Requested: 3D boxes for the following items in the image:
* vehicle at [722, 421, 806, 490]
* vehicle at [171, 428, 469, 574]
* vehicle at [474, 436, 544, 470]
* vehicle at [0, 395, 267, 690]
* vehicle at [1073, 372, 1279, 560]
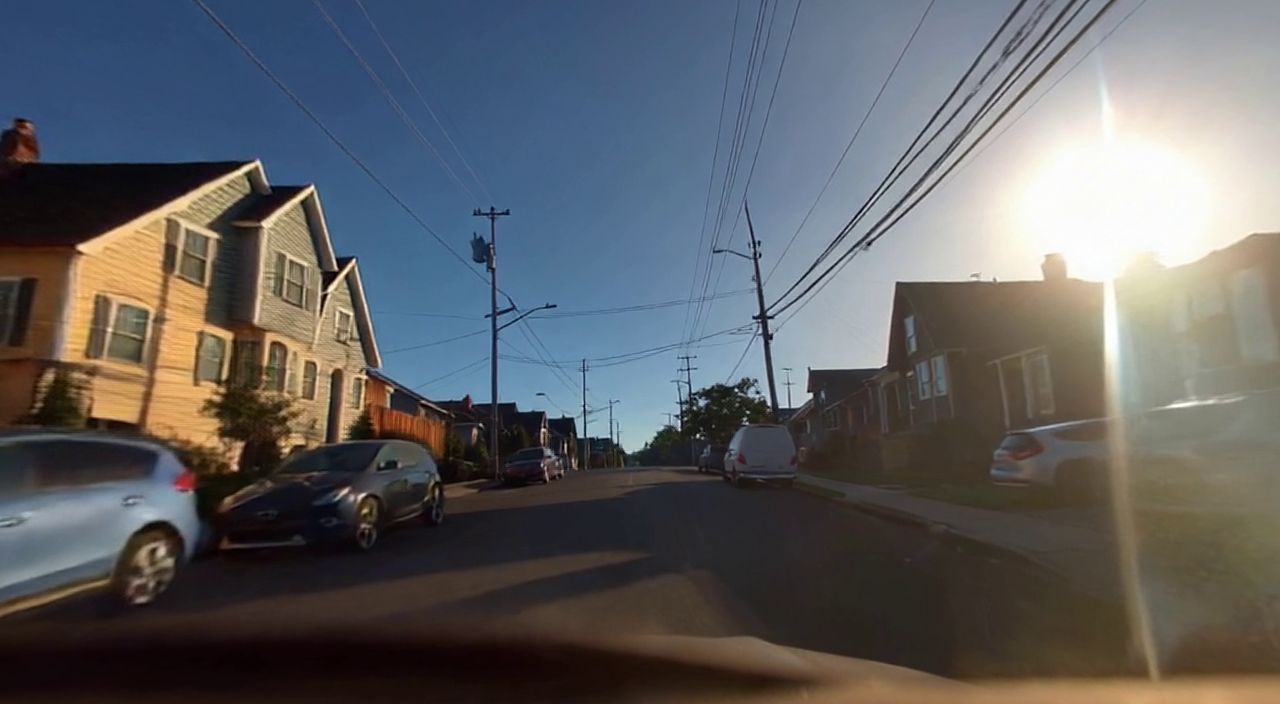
[{"bbox_3d":[4.340,3.670,22.874,2.343,2.229,4.199,0,-8,3],"label":"vehicle"},{"bbox_3d":[-4.118,1.900,9.201,1.960,1.507,4.542,-1,-6,0],"label":"vehicle"},{"bbox_3d":[-7.908,6.112,38.384,3.684,1.628,1.792,4,-5,3],"label":"vehicle"},{"bbox_3d":[-4.636,1.106,4.033,1.967,1.656,3.924,3,-6,1],"label":"vehicle"},{"bbox_3d":[8.681,1.030,7.273,5.615,1.787,2.014,-7,-10,3],"label":"vehicle"}]
